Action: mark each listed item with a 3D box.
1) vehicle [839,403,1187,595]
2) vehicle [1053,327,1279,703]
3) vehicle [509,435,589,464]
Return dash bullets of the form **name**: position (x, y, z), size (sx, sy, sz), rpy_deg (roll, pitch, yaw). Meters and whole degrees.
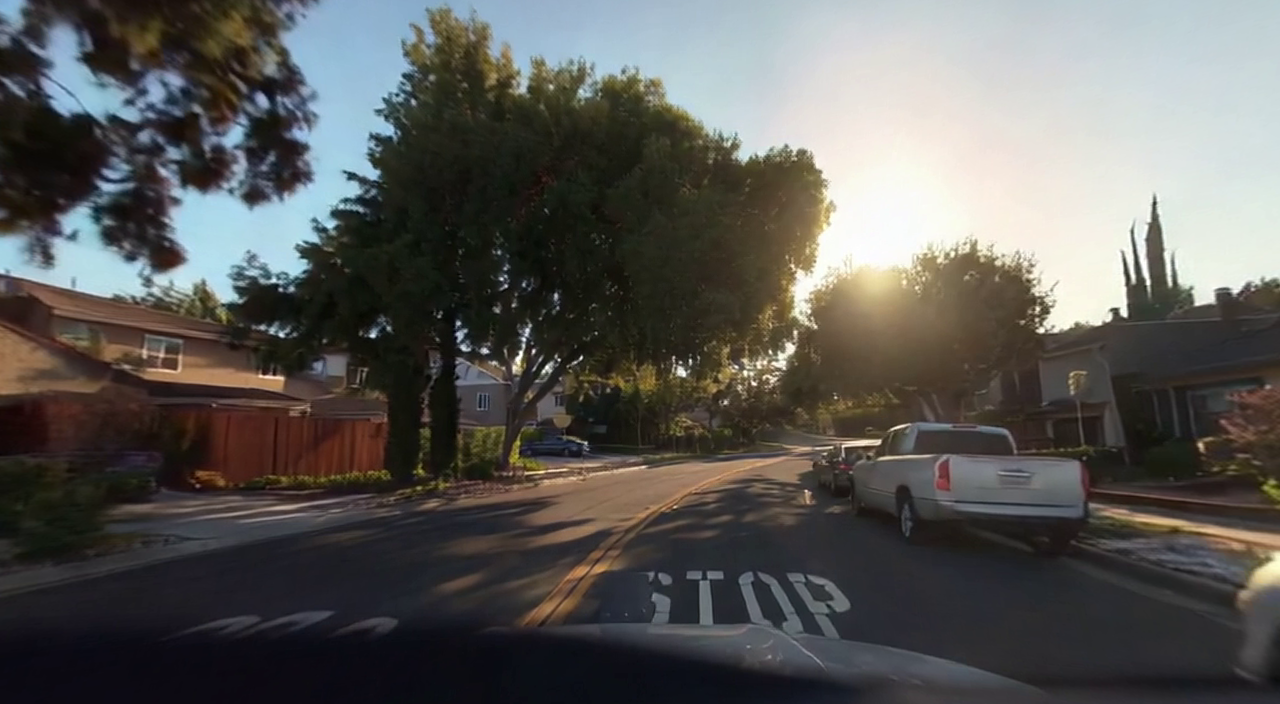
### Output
- **vehicle**: position (4.190, 1.708, 8.292), size (2.303, 1.733, 4.687), rpy_deg (-2, -9, 9)
- **vehicle**: position (3.301, 0.561, 0.729), size (2.692, 1.649, 4.689), rpy_deg (-1, -9, 4)
- **vehicle**: position (-5.968, 6.428, 41.443), size (4.870, 1.813, 1.910), rpy_deg (-3, -9, 15)
